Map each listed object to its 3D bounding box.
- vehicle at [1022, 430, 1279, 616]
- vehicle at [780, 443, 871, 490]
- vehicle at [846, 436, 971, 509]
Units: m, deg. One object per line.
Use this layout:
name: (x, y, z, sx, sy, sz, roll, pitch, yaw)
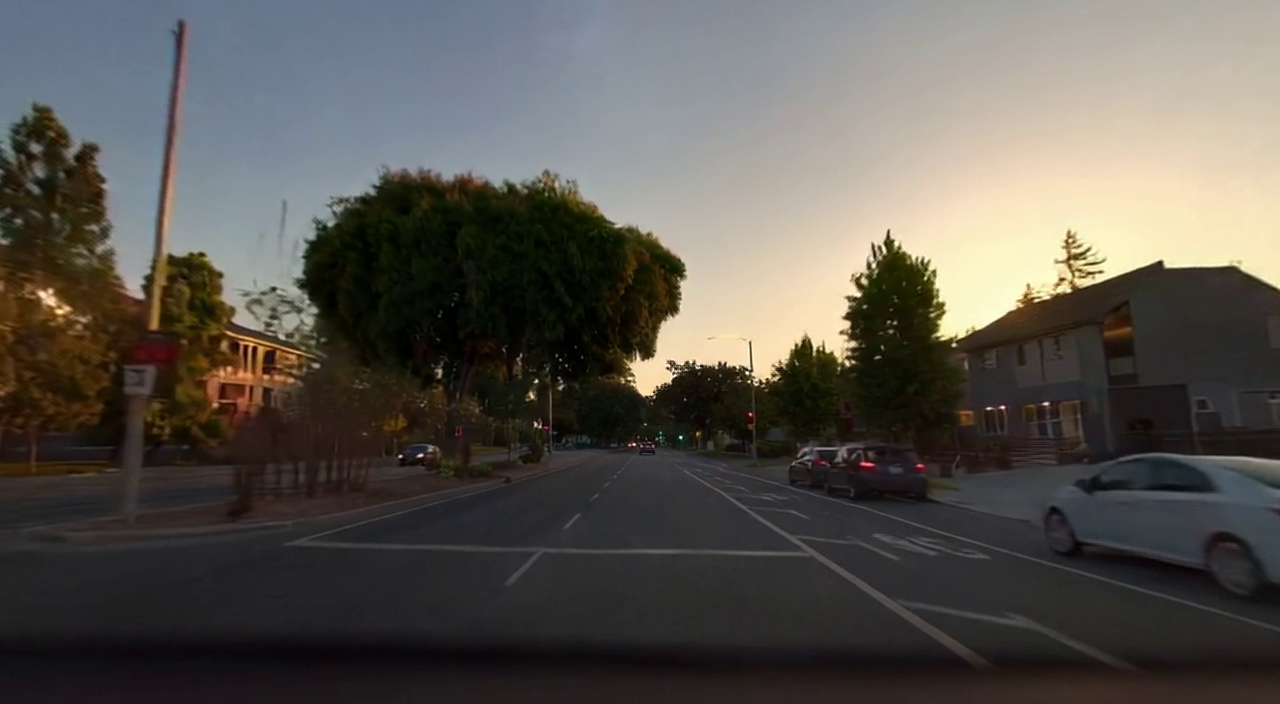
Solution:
vehicle: (6.221, 1.581, 6.409, 1.976, 1.498, 4.390, 0, -9, 1)
vehicle: (6.323, 3.936, 22.039, 1.974, 1.444, 4.494, 0, -9, 2)
vehicle: (6.400, 2.876, 15.416, 1.752, 1.590, 3.090, -1, -9, 2)
